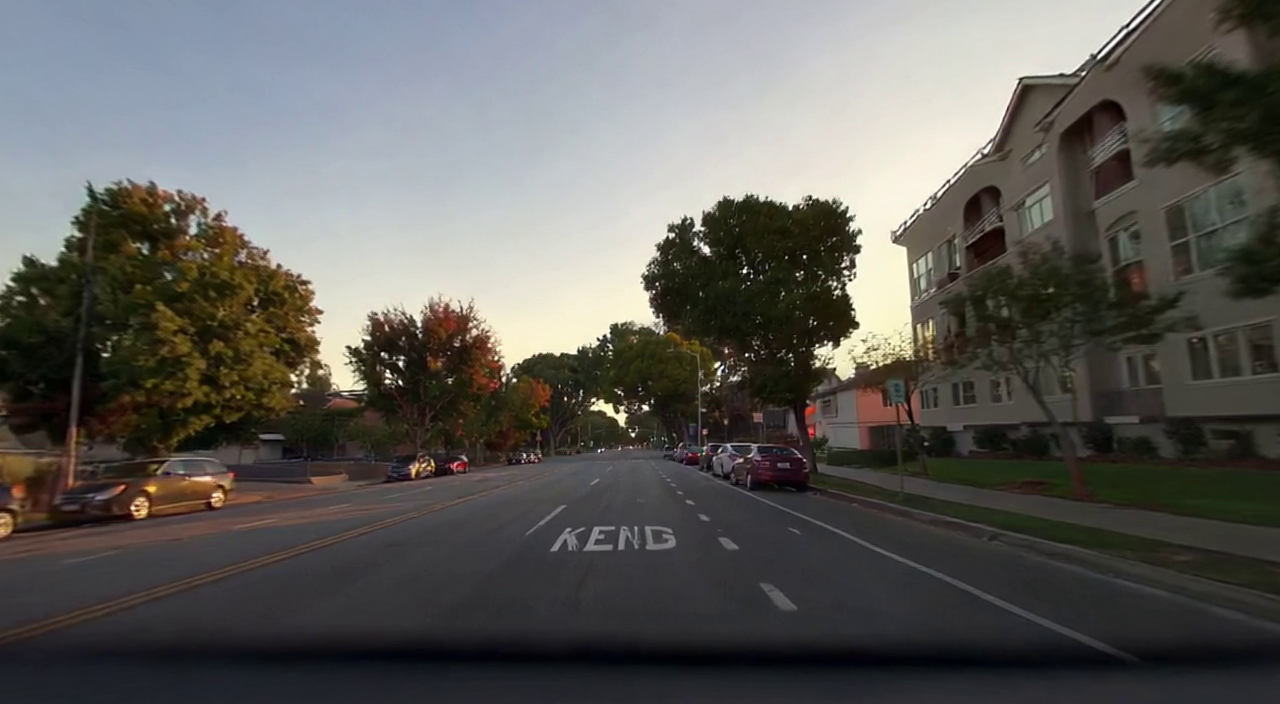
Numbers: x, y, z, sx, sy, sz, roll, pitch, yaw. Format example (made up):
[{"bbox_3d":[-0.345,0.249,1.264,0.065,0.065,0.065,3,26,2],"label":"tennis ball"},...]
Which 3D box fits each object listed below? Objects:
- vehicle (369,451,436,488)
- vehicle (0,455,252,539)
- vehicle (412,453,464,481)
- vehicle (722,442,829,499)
[{"bbox_3d":[-13.826,6.836,37.134,2.220,1.747,4.980,-3,-8,-3],"label":"vehicle"},{"bbox_3d":[-13.924,3.882,17.861,2.073,1.844,6.074,0,-8,0],"label":"vehicle"},{"bbox_3d":[-14.231,8.129,44.827,2.239,1.645,4.700,-3,-8,-1],"label":"vehicle"},{"bbox_3d":[3.911,3.510,19.184,2.100,1.478,4.816,0,-8,-1],"label":"vehicle"}]
